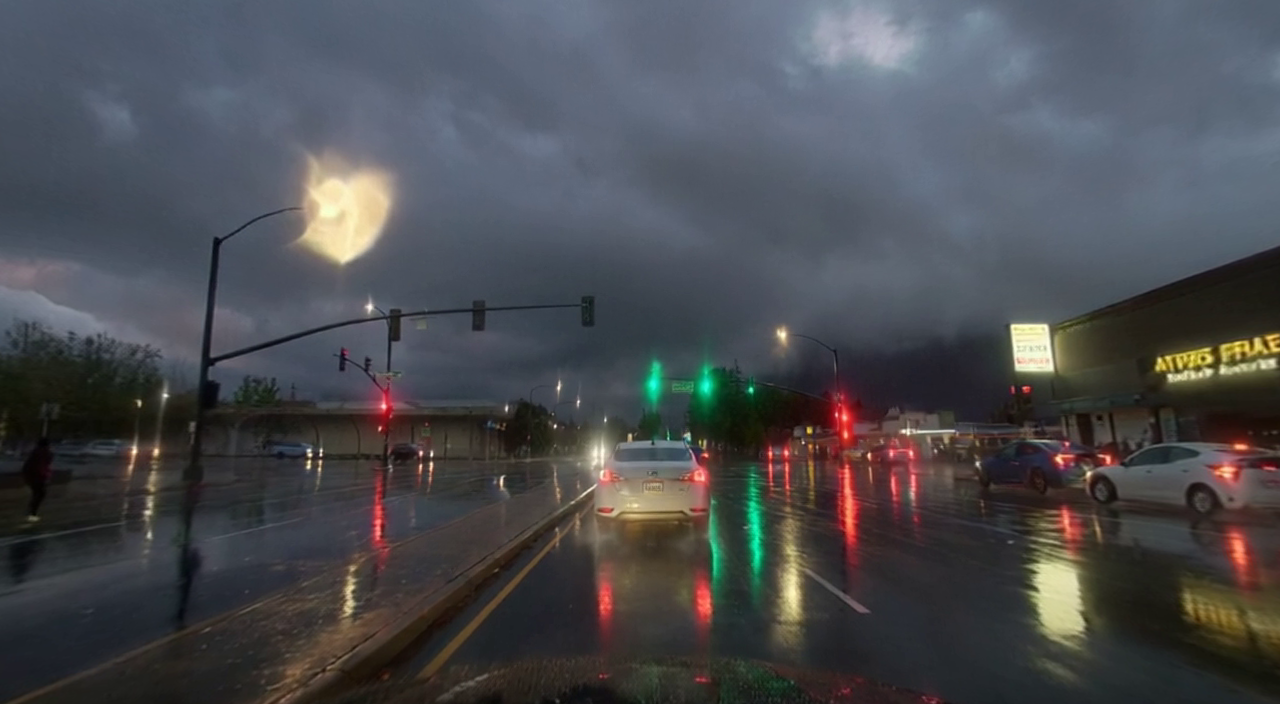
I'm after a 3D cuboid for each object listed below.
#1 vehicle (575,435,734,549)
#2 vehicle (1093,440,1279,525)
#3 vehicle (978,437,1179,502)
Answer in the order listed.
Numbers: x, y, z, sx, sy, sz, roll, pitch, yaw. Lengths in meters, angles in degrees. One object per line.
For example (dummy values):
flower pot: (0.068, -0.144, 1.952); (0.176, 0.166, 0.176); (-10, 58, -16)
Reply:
vehicle: (0.181, 2.137, 10.373); (2.067, 1.471, 4.241); (0, -8, 0)
vehicle: (14.187, 3.049, 15.535); (2.235, 1.721, 5.230); (0, -8, 1)
vehicle: (14.085, 3.787, 20.954); (2.309, 1.819, 5.793); (0, -8, -2)
